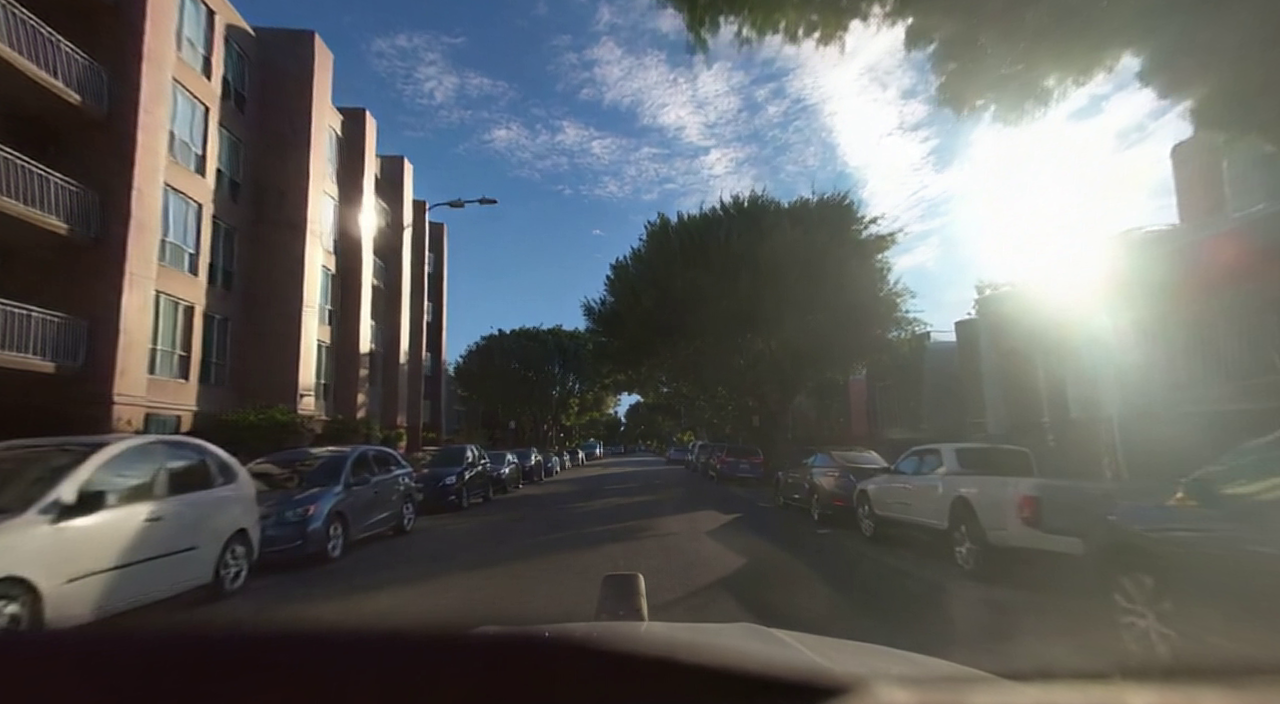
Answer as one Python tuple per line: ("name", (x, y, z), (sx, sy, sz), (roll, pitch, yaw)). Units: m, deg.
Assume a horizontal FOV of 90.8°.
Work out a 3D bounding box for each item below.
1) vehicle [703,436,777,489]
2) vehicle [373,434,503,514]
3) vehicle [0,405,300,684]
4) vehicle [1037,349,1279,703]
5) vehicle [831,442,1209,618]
("vehicle", (3.646, 4.154, 24.083), (1.912, 1.781, 5.159), (0, -8, -1))
("vehicle", (-4.939, 3.011, 16.191), (1.922, 1.728, 4.628), (0, -8, -2))
("vehicle", (-5.035, 1.372, 5.341), (2.274, 1.679, 3.639), (0, -8, 0))
("vehicle", (3.926, 0.842, 2.467), (1.911, 1.835, 4.599), (0, -8, 3))
("vehicle", (4.101, 1.931, 8.042), (1.707, 1.528, 4.812), (0, -8, -2))
